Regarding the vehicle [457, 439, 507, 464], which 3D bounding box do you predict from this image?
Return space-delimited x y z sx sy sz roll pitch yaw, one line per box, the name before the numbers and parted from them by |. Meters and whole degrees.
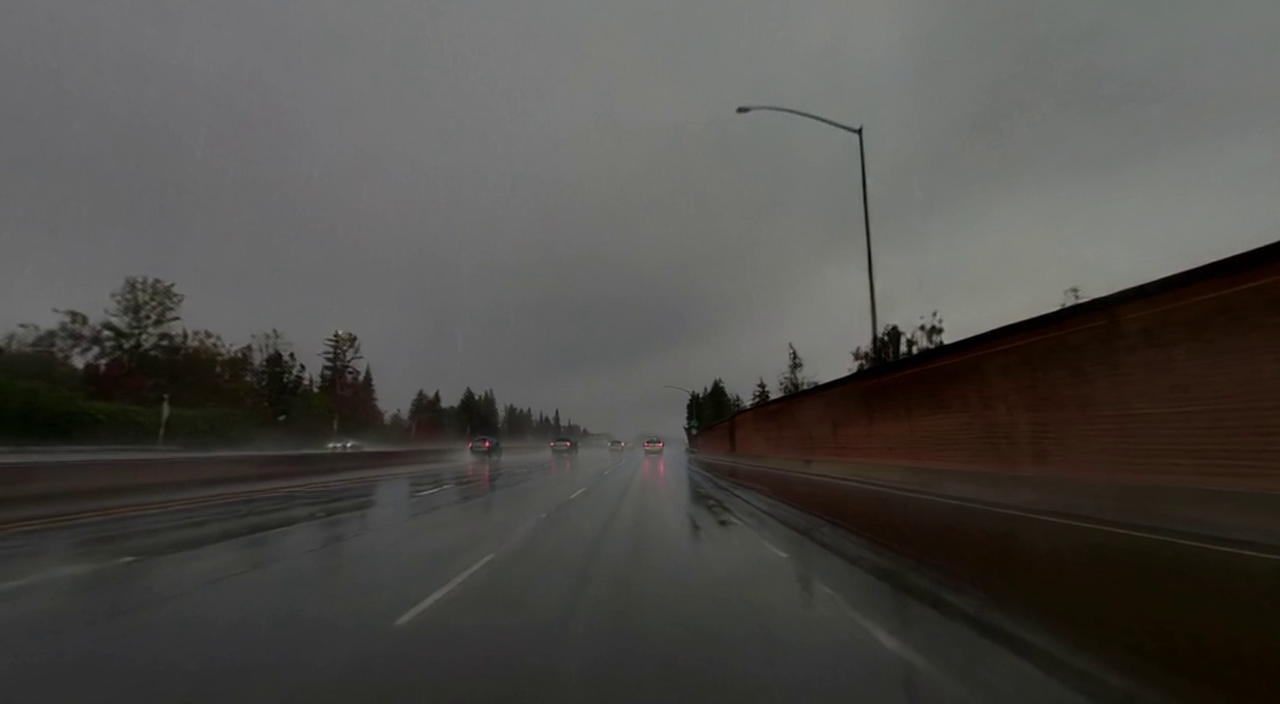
vehicle | -10.649 6.738 42.758 2.025 1.618 4.683 0 -8 2
